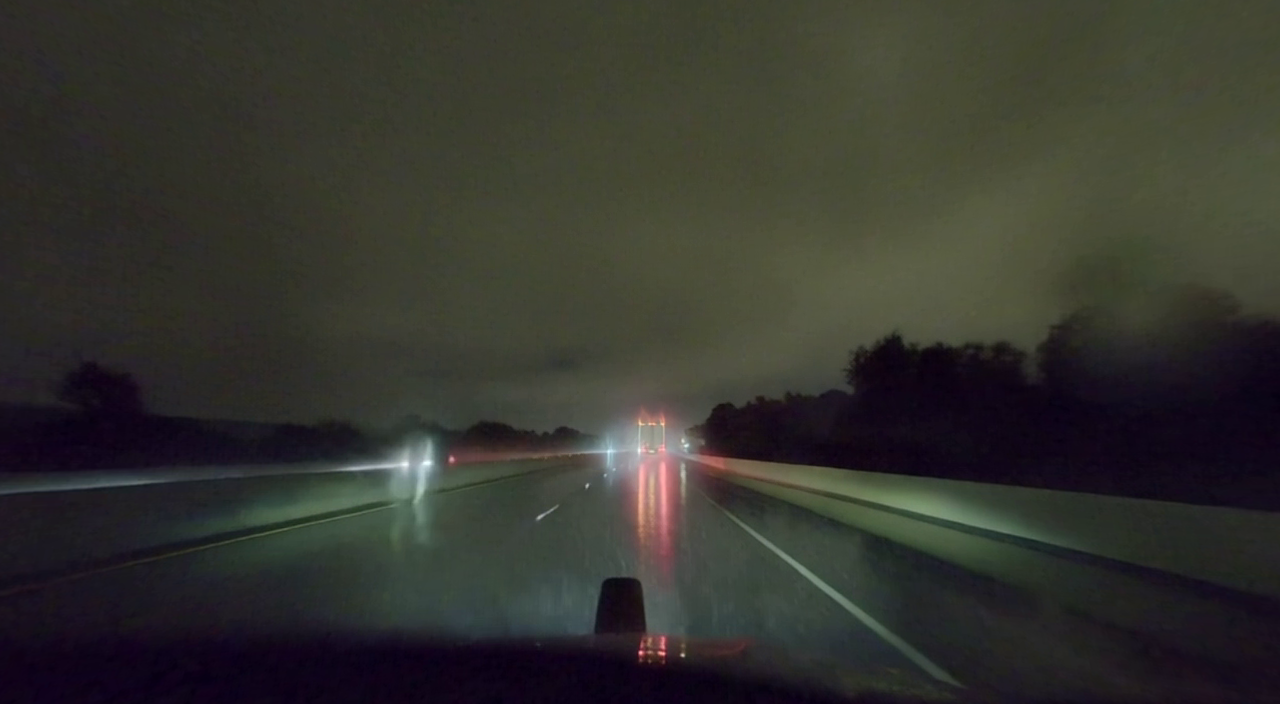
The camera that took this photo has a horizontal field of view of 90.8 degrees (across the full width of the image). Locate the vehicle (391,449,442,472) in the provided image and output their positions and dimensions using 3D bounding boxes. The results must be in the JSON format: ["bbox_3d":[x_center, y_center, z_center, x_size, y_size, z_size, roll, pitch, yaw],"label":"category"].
[{"bbox_3d":[-15.501,7.527,43.996,1.881,1.497,4.397,0,-9,1],"label":"vehicle"}]
